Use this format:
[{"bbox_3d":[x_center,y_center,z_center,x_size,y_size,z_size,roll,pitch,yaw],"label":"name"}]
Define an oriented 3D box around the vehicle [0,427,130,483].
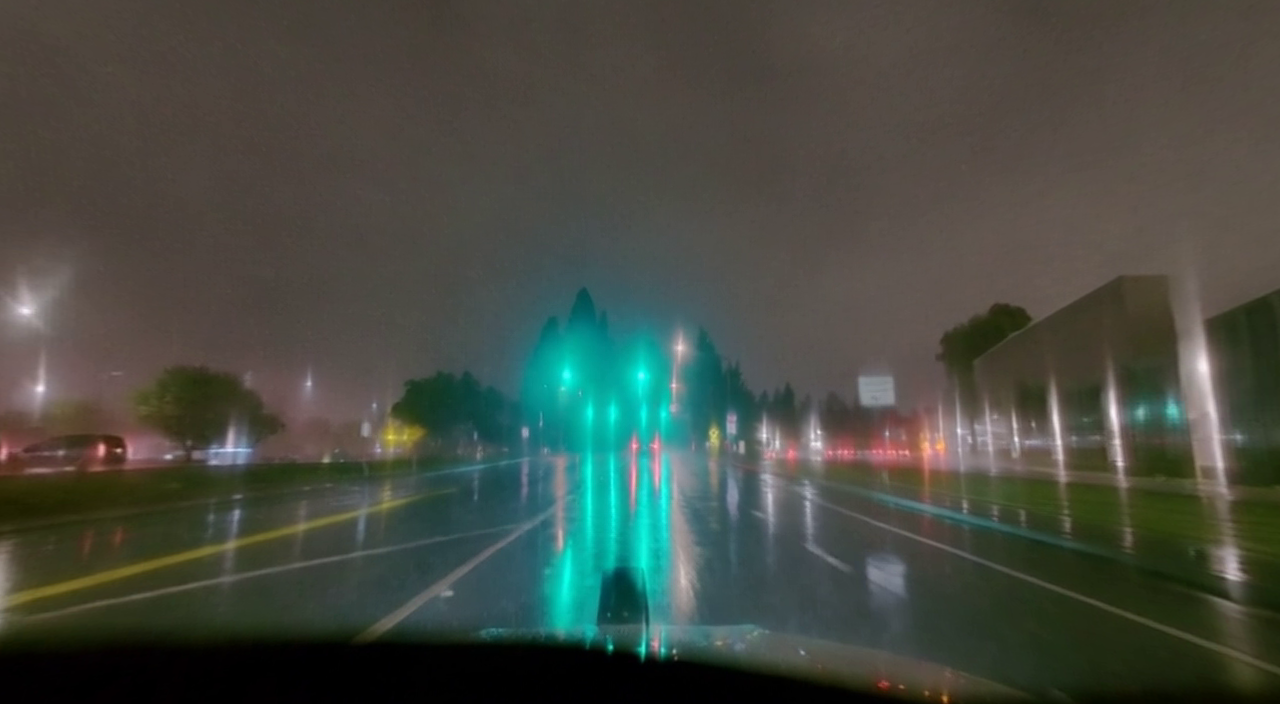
[{"bbox_3d":[-38.397,6.674,41.055,7.489,3.516,2.773,0,-9,-3],"label":"vehicle"}]
